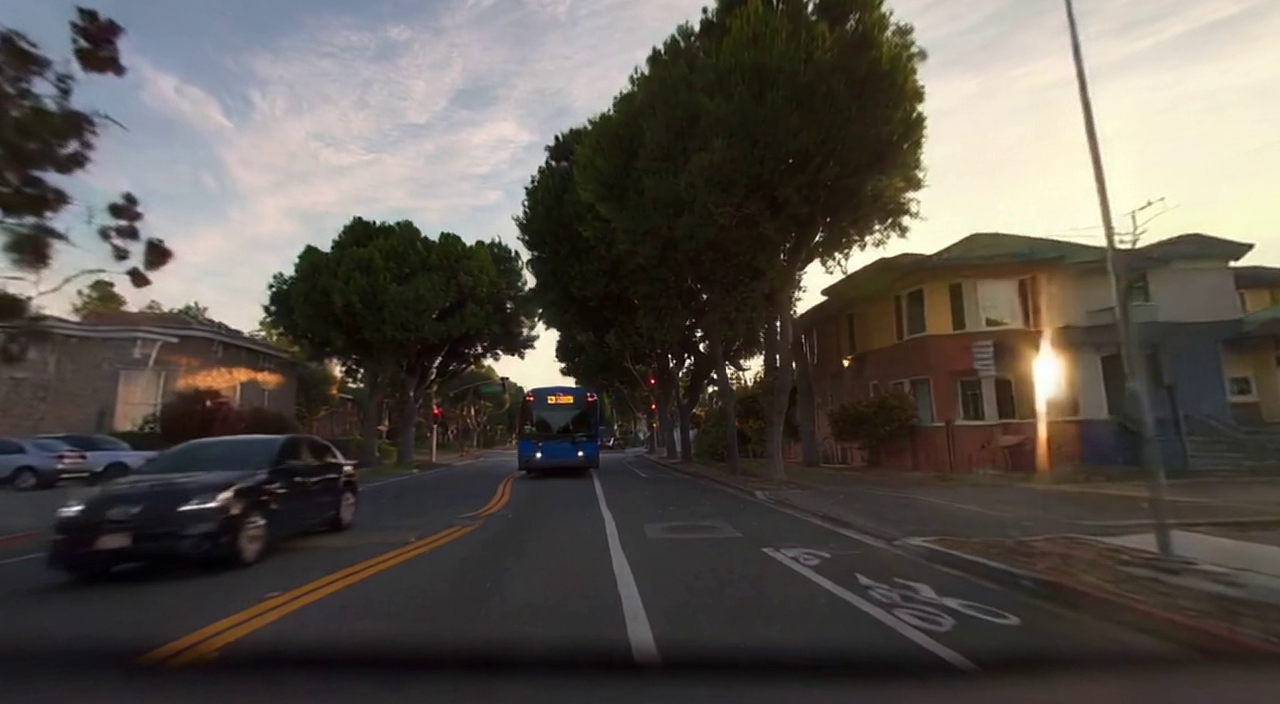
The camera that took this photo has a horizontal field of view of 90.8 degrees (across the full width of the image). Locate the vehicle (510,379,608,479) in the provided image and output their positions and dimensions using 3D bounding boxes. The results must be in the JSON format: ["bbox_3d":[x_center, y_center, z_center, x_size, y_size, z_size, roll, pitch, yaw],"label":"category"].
[{"bbox_3d":[-3.114,3.477,27.589,3.031,3.200,13.052,3,-8,-3],"label":"vehicle"}]

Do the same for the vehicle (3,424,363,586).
[{"bbox_3d":[-5.405,1.805,8.368,1.925,1.489,4.235,-1,-8,-6],"label":"vehicle"}]

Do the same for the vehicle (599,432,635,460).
[{"bbox_3d":[-1.570,6.204,41.848,2.097,1.675,3.905,3,-8,-4],"label":"vehicle"}]
